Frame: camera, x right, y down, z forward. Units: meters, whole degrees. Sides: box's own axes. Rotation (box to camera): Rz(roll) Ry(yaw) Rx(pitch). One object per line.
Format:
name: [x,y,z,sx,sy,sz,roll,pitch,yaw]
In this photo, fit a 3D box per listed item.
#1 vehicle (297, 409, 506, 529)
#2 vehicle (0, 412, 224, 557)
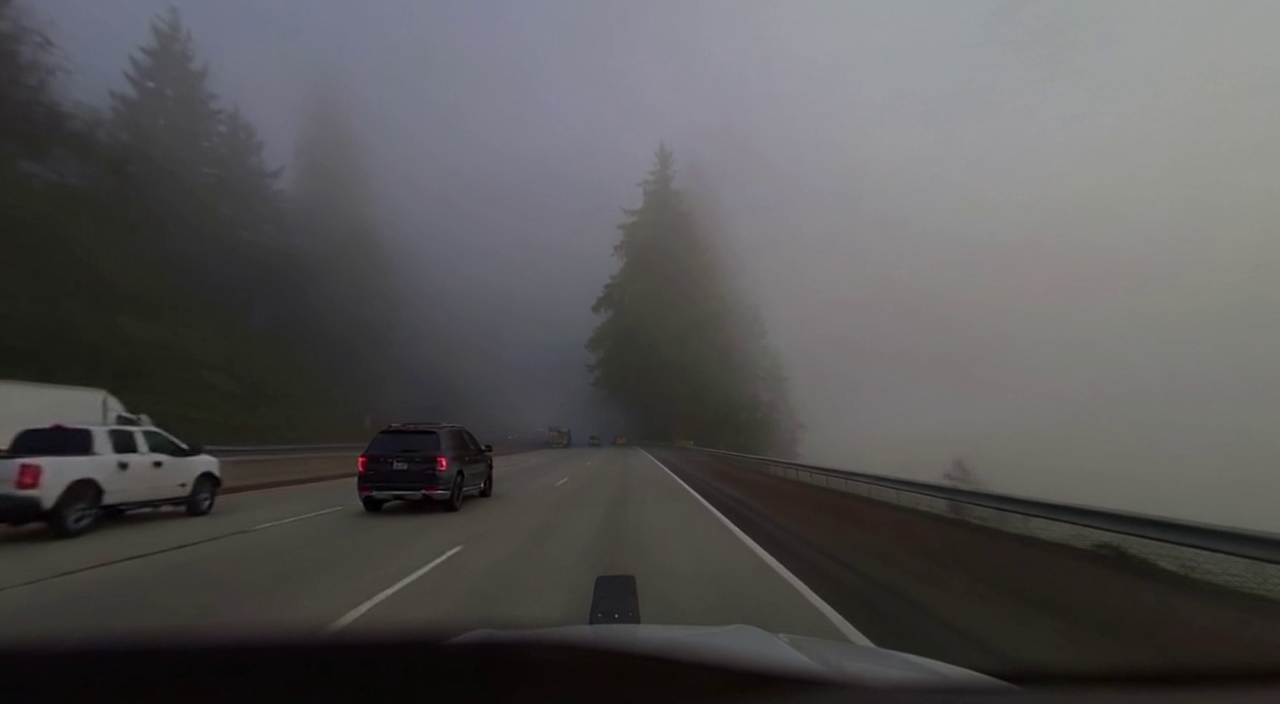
vehicle: [-3.799,1.912,10.950,2.034,1.675,4.080,0,-7,0]
vehicle: [-7.886,1.632,8.371,2.000,1.552,3.946,0,-7,0]
